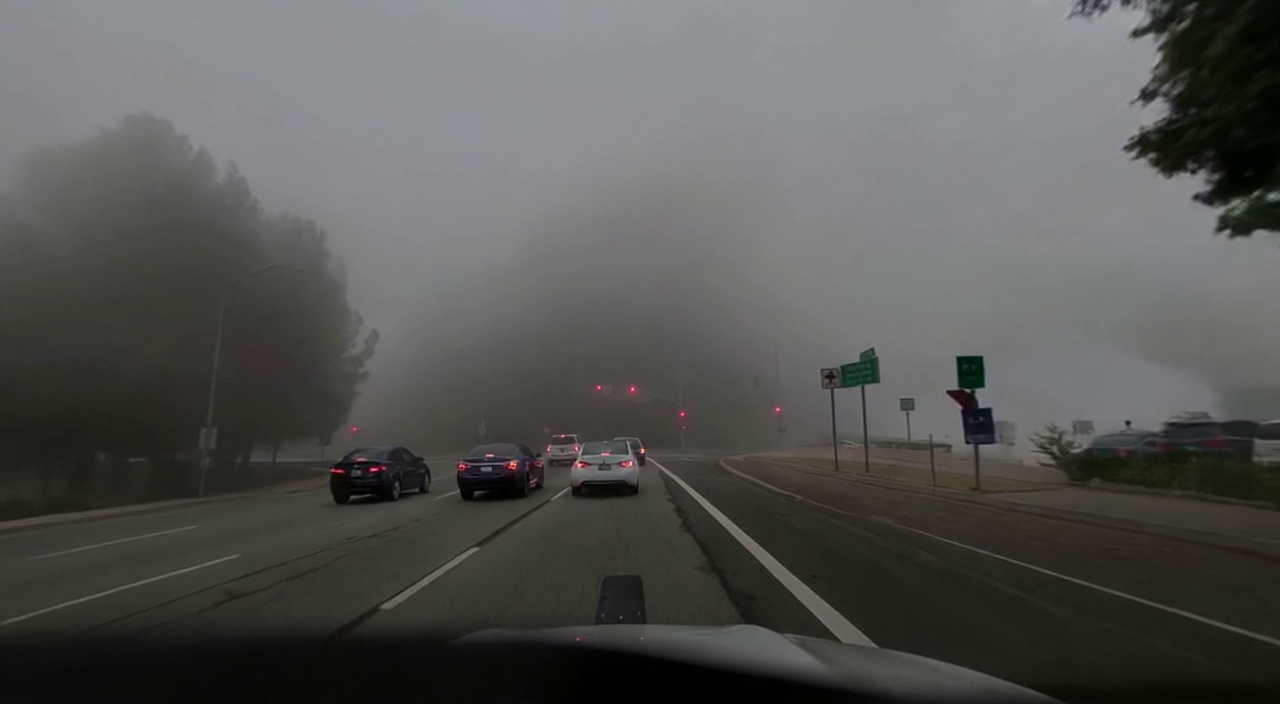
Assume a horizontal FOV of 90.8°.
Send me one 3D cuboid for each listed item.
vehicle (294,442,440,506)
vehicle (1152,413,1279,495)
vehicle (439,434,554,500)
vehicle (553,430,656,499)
[{"bbox_3d":[-7.021,3.156,16.844,1.852,1.458,4.422,0,-9,1],"label":"vehicle"},{"bbox_3d":[14.687,2.373,14.881,4.350,1.675,2.245,4,-9,-25],"label":"vehicle"},{"bbox_3d":[-3.561,2.953,16.635,1.920,1.480,4.549,0,-9,1],"label":"vehicle"},{"bbox_3d":[-0.789,2.776,15.971,2.231,1.481,4.489,0,-9,0],"label":"vehicle"}]
